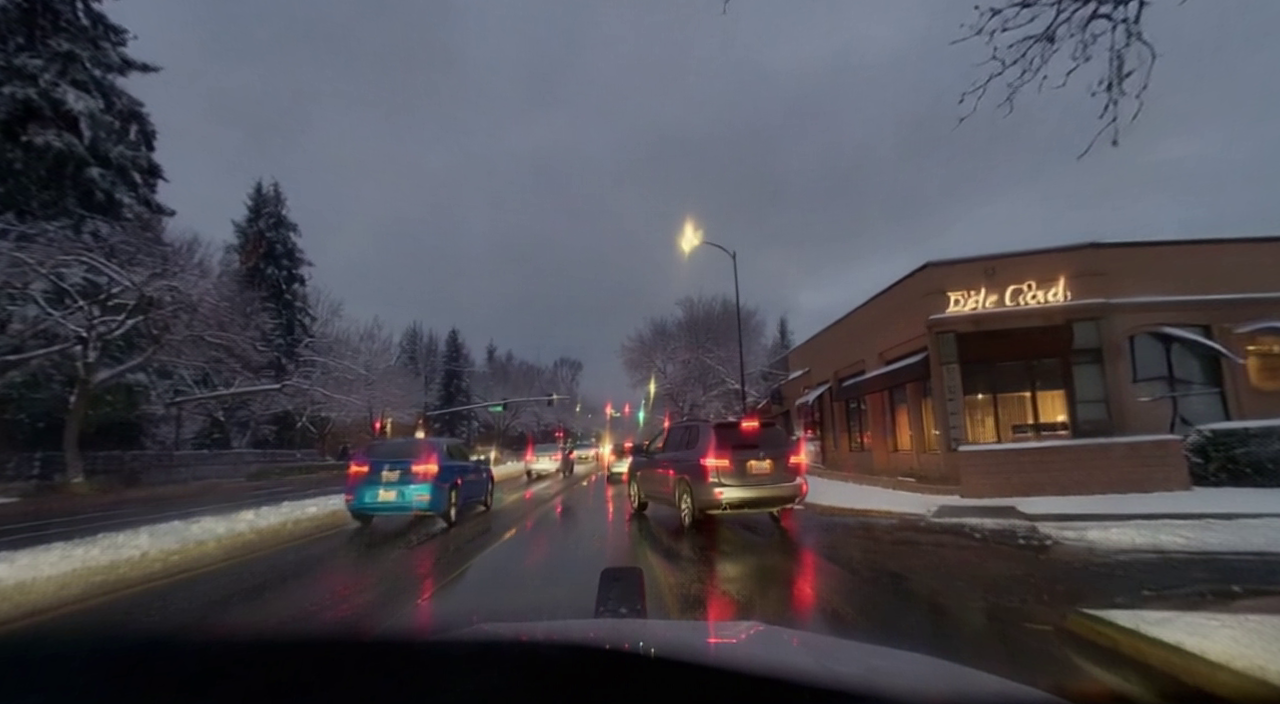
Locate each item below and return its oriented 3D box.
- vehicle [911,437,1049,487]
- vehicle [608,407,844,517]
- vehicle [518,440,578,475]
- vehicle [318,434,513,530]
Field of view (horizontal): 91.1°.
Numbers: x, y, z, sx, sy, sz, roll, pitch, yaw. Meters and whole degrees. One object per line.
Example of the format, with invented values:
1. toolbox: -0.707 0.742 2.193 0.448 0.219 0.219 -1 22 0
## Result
1. vehicle: 12.292 4.005 22.917 3.871 1.525 1.835 -3 -9 0
2. vehicle: 1.708 2.306 13.584 4.642 1.955 2.052 -7 -11 40
3. vehicle: -4.057 4.734 28.420 2.042 1.470 4.123 0 -8 1
4. vehicle: -3.921 2.334 11.916 2.026 1.466 4.282 0 -8 2
